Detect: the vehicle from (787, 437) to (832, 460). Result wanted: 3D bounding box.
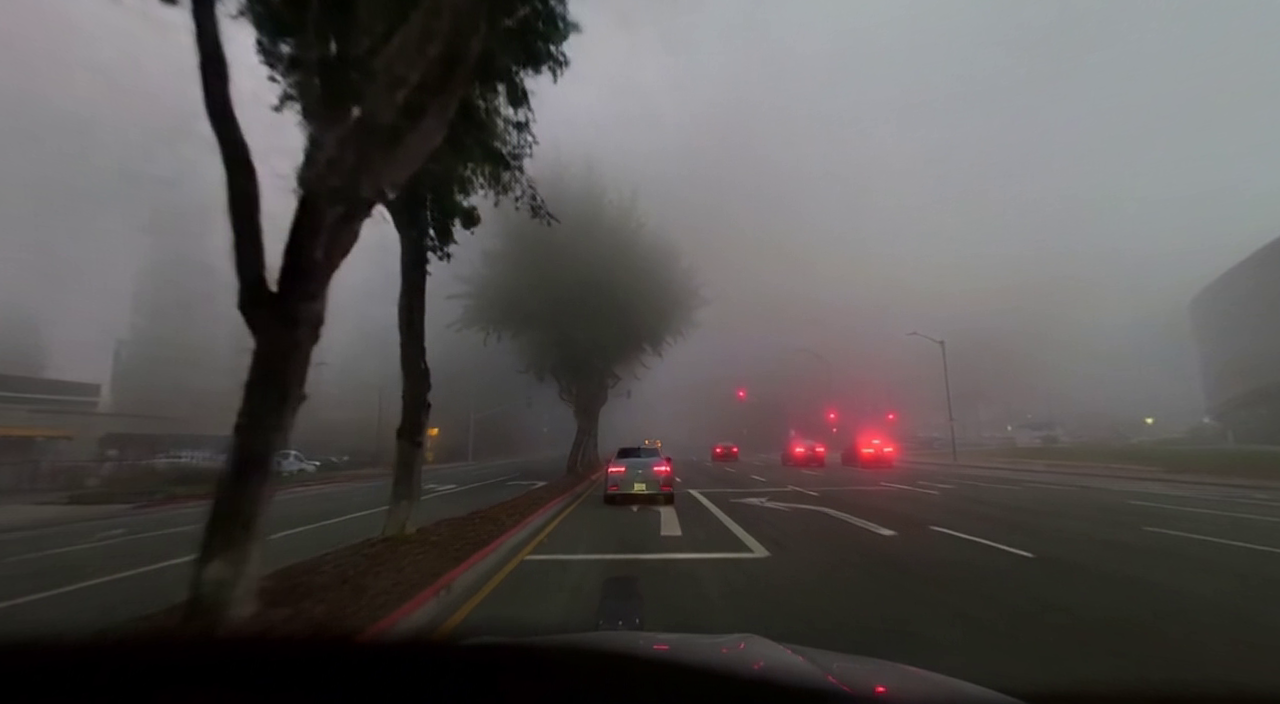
[{"bbox_3d":[13.294,7.597,49.864,1.981,1.746,5.375,0,-8,0],"label":"vehicle"}]

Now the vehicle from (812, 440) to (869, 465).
[{"bbox_3d":[12.757,6.405,40.470,2.059,1.482,4.568,0,-8,-1],"label":"vehicle"}]

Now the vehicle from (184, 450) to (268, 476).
[{"bbox_3d":[-31.403,8.396,48.026,2.114,1.809,4.758,-6,-11,37],"label":"vehicle"}]

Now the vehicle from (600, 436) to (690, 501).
[{"bbox_3d":[0.083,2.972,16.521,2.064,1.477,3.968,0,-8,-1],"label":"vehicle"}]
